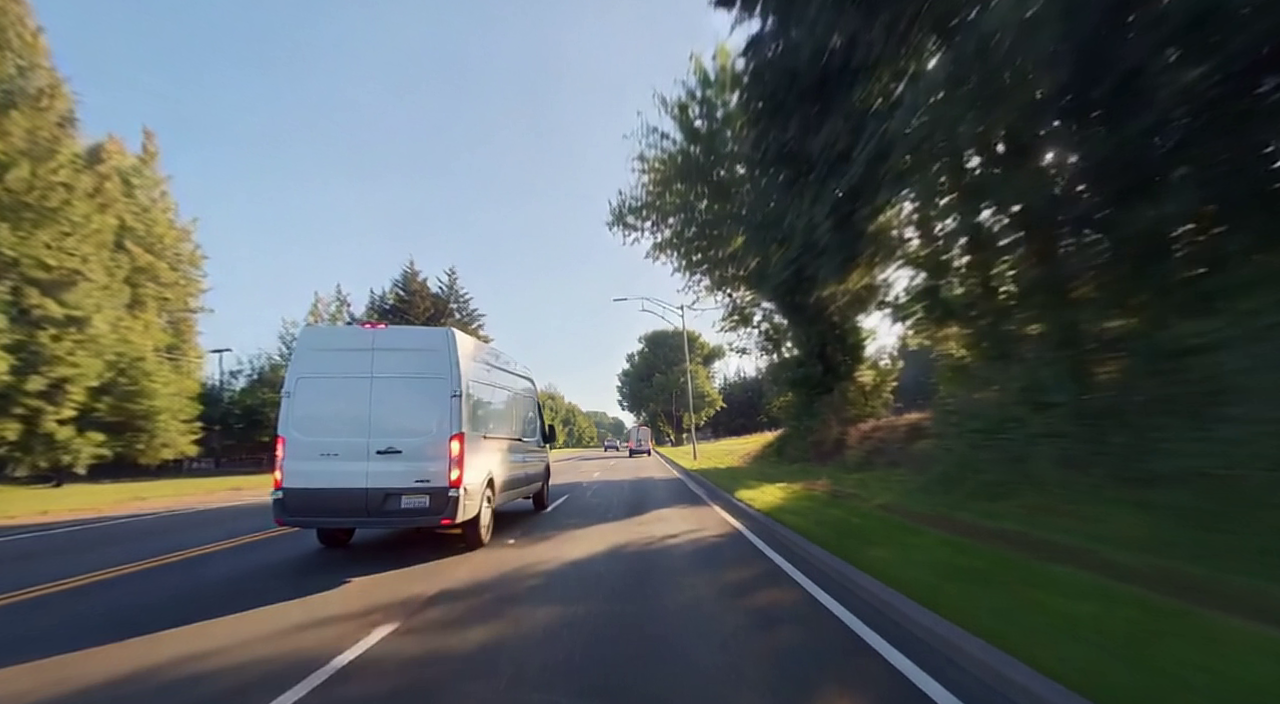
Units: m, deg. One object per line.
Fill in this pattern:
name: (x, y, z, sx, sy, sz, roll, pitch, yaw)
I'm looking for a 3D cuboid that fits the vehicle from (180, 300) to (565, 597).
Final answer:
vehicle: (-2.712, 1.256, 8.643, 2.497, 2.628, 6.016, 0, -8, 1)
